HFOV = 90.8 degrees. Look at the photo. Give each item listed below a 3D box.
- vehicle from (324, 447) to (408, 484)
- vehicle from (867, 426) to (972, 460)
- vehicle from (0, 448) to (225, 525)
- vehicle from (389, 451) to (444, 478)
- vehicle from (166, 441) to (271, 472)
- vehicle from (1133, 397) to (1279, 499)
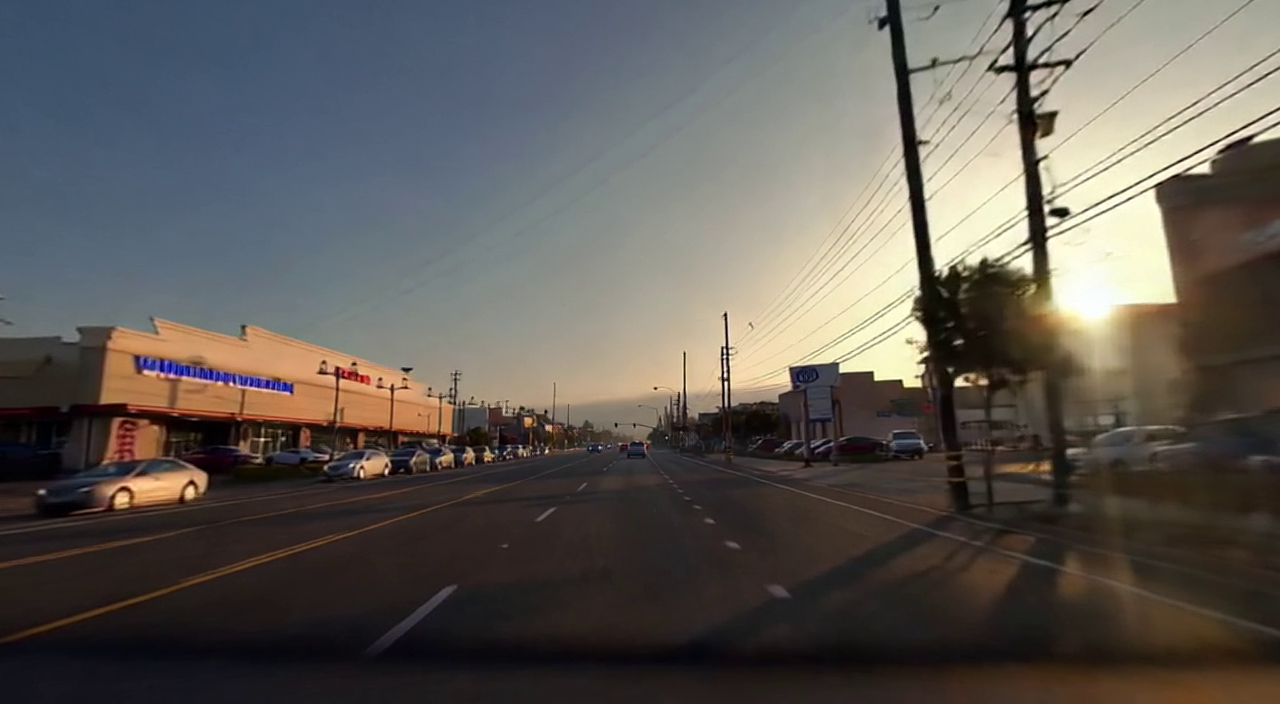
[{"bbox_3d":[-13.844,5.713,32.278,2.014,1.523,5.092,-3,-8,1],"label":"vehicle"},{"bbox_3d":[15.276,5.020,34.734,4.667,1.775,2.199,0,-8,-1],"label":"vehicle"},{"bbox_3d":[-13.690,3.434,16.847,1.955,1.549,5.009,-2,-8,-2],"label":"vehicle"},{"bbox_3d":[-13.713,6.909,39.076,1.791,1.377,4.807,-2,-8,-2],"label":"vehicle"},{"bbox_3d":[-24.022,5.956,36.245,4.527,1.679,2.055,3,-9,-18],"label":"vehicle"},{"bbox_3d":[13.717,2.029,13.484,4.579,2.003,1.942,0,-8,2],"label":"vehicle"}]
